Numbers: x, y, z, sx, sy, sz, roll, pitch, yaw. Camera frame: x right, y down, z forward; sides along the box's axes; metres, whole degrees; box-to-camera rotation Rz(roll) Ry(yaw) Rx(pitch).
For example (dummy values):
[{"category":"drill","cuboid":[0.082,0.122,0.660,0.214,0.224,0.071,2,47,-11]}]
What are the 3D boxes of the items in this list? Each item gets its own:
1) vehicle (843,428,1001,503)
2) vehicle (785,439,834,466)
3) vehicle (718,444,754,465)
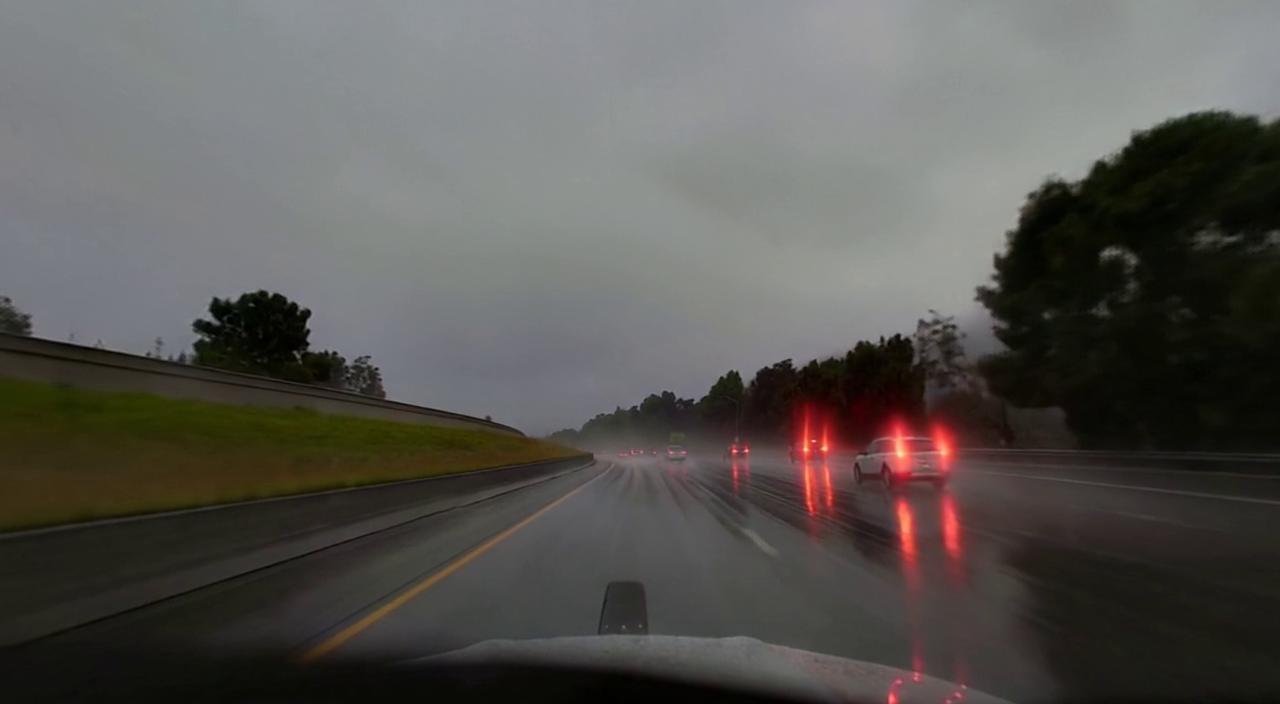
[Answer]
[{"category":"vehicle","cuboid":[7.273,2.966,16.887,2.048,1.697,4.689,0,-8,0]},{"category":"vehicle","cuboid":[10.963,6.509,40.831,1.986,1.644,4.126,0,-8,-1]},{"category":"vehicle","cuboid":[6.959,7.480,45.943,1.940,1.482,3.644,0,-8,-2]}]
